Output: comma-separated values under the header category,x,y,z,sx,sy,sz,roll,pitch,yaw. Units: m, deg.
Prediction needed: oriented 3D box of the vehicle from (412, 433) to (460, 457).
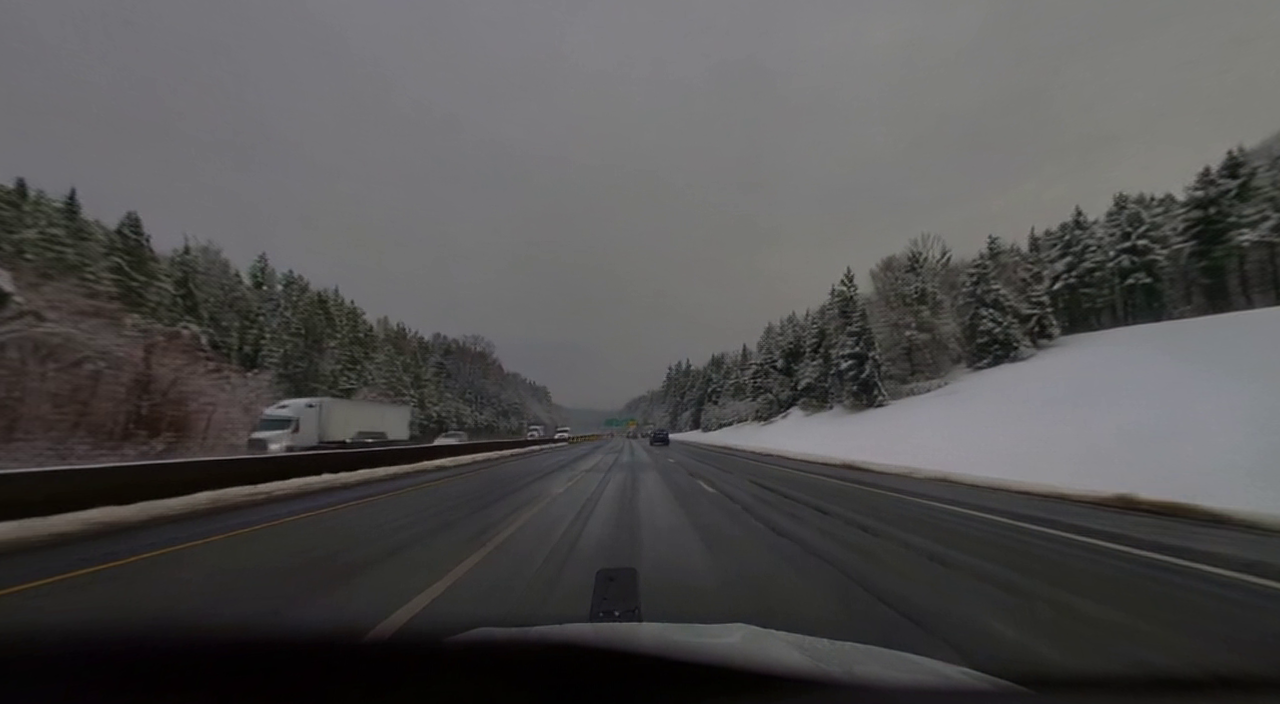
category,x,y,z,sx,sy,sz,roll,pitch,yaw
vehicle,-13.121,5.998,40.637,1.663,1.464,4.353,0,-8,-1

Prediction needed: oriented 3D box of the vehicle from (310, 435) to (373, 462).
category,x,y,z,sx,sy,sz,roll,pitch,yaw
vehicle,-17.243,5.588,36.516,1.838,1.470,3.701,0,-8,-1

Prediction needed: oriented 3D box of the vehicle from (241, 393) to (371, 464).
category,x,y,z,sx,sy,sz,roll,pitch,yaw
vehicle,-20.983,4.970,40.543,2.969,4.008,10.131,0,-8,-1
